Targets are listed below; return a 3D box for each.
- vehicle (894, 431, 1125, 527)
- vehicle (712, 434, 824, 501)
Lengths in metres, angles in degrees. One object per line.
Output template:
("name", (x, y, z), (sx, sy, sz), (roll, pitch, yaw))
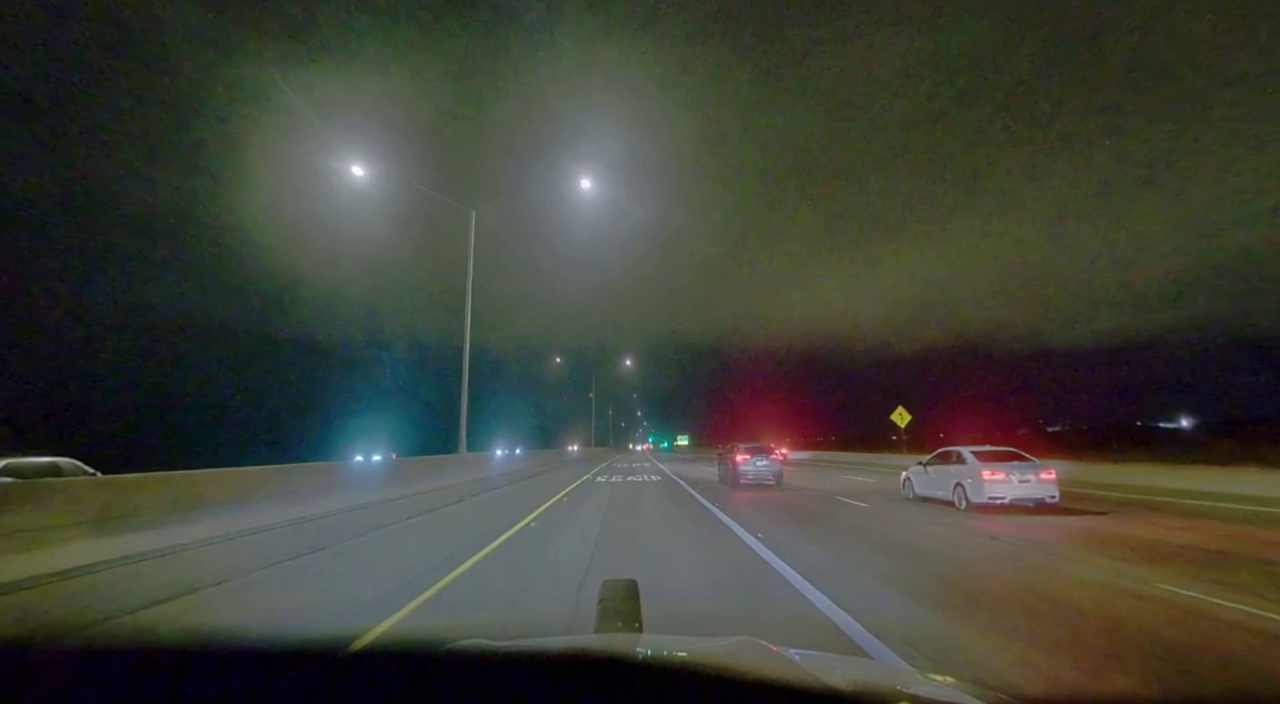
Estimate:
("vehicle", (6.806, 2.357, 12.267), (2.038, 1.528, 3.910), (0, -8, -1))
("vehicle", (3.286, 3.058, 17.178), (2.056, 1.553, 4.320), (0, -8, -1))
